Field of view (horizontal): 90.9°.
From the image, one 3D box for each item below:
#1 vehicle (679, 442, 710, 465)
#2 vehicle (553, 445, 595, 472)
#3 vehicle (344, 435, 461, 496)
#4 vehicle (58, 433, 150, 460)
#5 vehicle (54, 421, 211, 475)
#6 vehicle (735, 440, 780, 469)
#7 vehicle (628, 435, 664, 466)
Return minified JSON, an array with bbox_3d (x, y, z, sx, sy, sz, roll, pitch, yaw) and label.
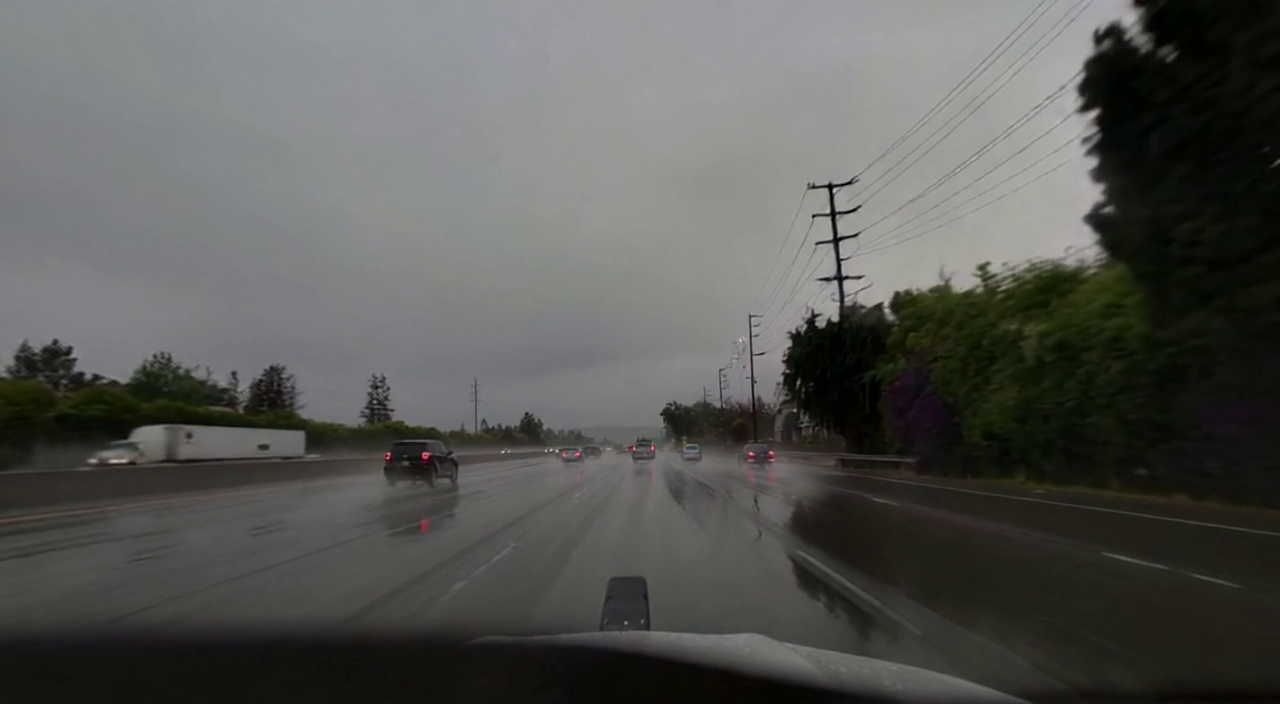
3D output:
[{"bbox_3d":[4.206,7.922,49.478,1.996,1.710,4.256,0,-8,0],"label":"vehicle"},{"bbox_3d":[-3.797,6.196,36.862,1.979,1.469,4.378,0,-8,0],"label":"vehicle"},{"bbox_3d":[-7.387,3.564,20.186,2.007,1.732,4.395,0,-8,0],"label":"vehicle"},{"bbox_3d":[-37.490,6.584,44.268,2.159,1.578,5.016,-3,-6,-1],"label":"vehicle"},{"bbox_3d":[-37.394,7.150,47.270,3.005,3.557,10.456,0,-8,0],"label":"vehicle"},{"bbox_3d":[7.318,6.421,39.617,1.937,1.698,4.322,0,-8,-1],"label":"vehicle"},{"bbox_3d":[0.397,7.474,47.967,2.622,2.208,5.320,0,-8,-1],"label":"vehicle"}]
